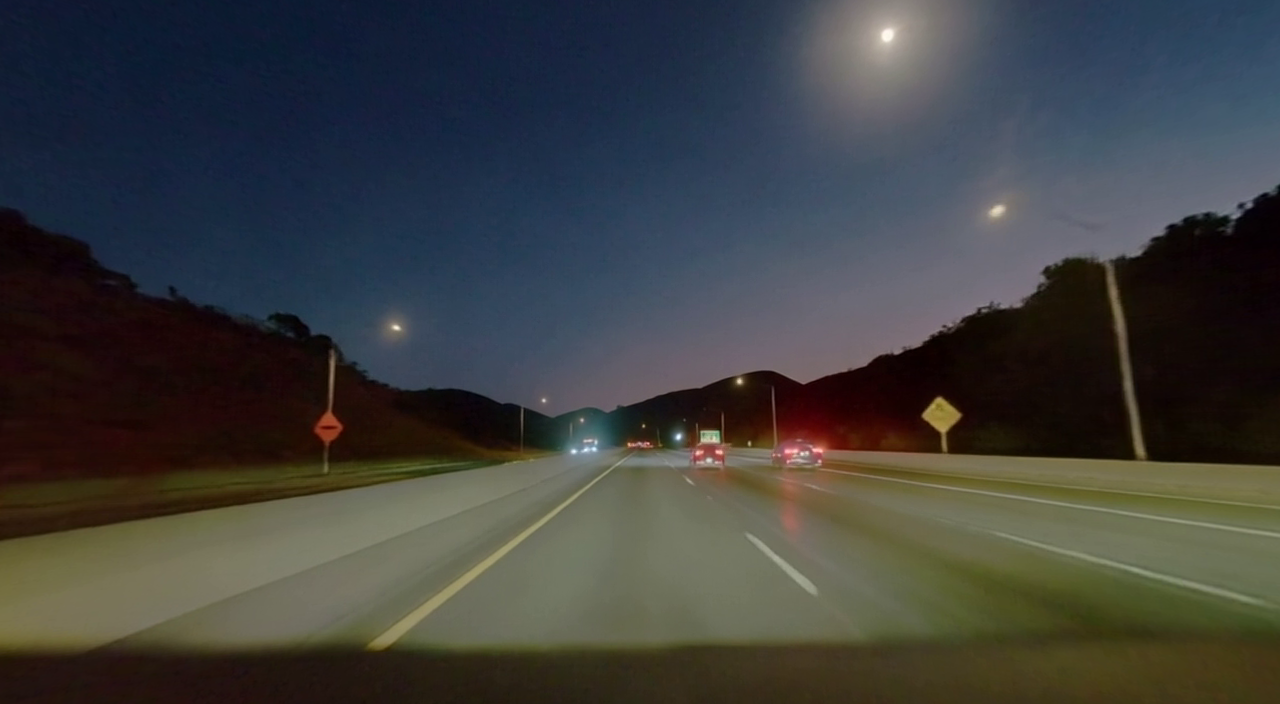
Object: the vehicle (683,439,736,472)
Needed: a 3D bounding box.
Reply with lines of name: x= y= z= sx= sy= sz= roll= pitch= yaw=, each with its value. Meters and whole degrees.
vehicle: x=3.208 y=4.882 z=30.020 sx=2.044 sy=1.444 sz=4.216 roll=0 pitch=-8 yaw=0
